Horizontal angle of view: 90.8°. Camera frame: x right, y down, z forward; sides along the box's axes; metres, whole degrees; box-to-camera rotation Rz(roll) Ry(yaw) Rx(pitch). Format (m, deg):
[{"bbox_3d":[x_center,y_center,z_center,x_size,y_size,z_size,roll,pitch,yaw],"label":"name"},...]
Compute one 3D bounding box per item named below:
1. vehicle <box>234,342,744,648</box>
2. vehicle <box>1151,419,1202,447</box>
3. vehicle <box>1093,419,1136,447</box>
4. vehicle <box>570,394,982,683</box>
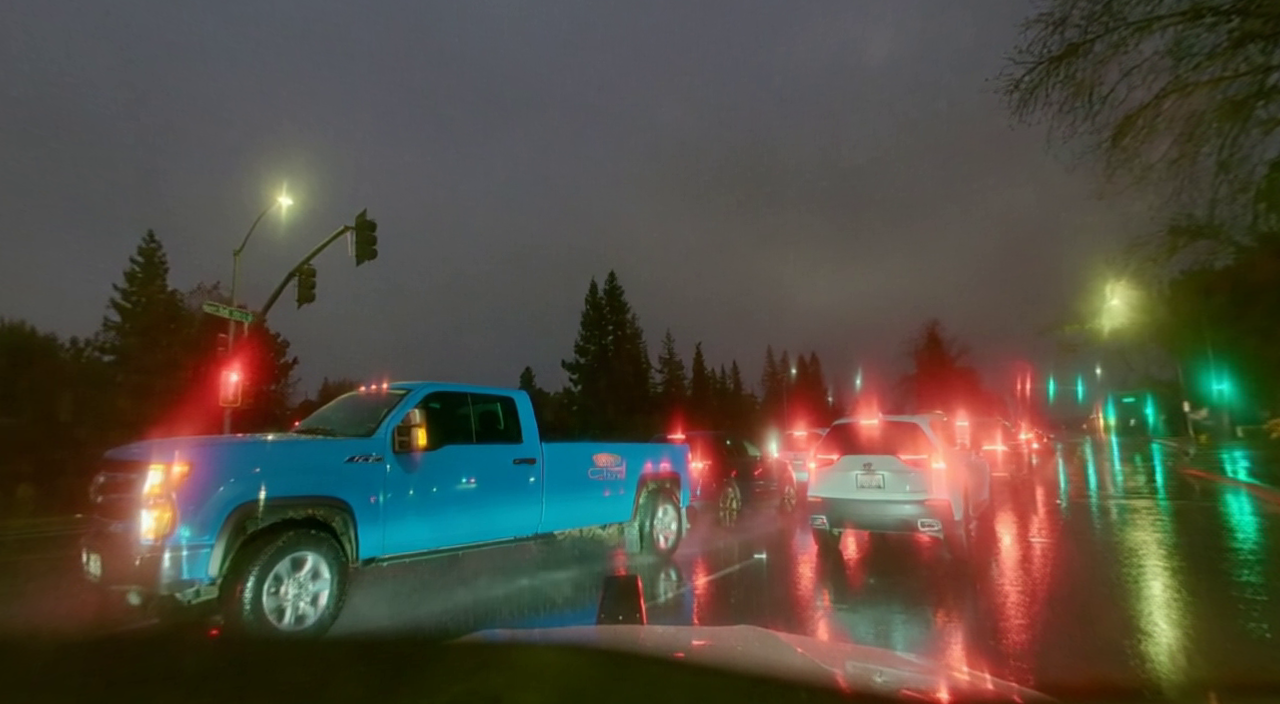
[{"bbox_3d":[-0.877,1.404,7.466,2.272,2.016,6.146,-5,-10,28],"label":"vehicle"},{"bbox_3d":[35.789,5.473,42.205,2.183,1.714,4.491,-6,-11,37],"label":"vehicle"},{"bbox_3d":[32.805,5.671,43.707,2.160,1.790,4.303,-6,-10,35],"label":"vehicle"},{"bbox_3d":[1.715,1.376,6.001,2.027,1.549,4.801,-6,-10,35],"label":"vehicle"}]
